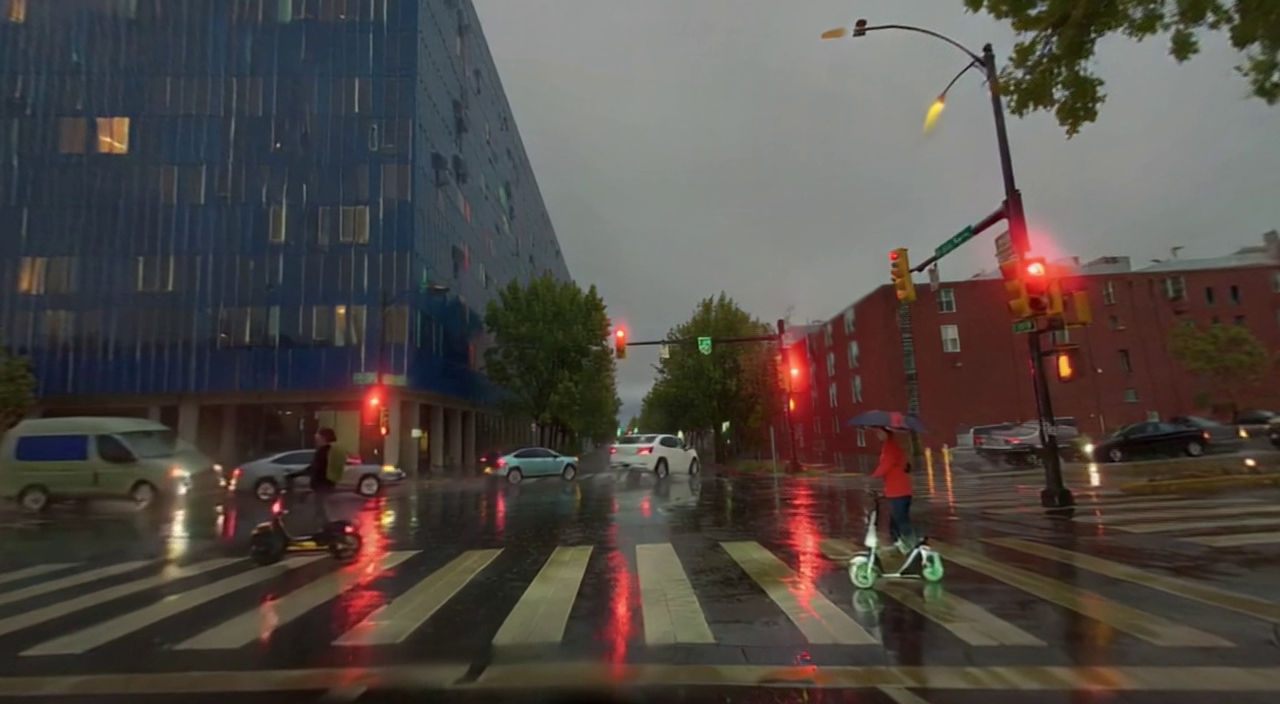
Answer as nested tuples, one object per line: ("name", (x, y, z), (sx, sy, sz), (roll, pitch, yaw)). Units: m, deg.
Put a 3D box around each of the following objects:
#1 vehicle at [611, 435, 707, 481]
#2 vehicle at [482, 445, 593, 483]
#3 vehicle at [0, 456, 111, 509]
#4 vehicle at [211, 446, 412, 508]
("vehicle", (0.909, 4.372, 26.360), (2.122, 1.724, 4.802), (-5, -10, 27))
("vehicle", (-4.296, 4.745, 27.166), (2.075, 1.463, 4.485), (-7, -11, 38))
("vehicle", (-19.397, 3.915, 19.170), (4.730, 1.453, 2.068), (0, -8, -3))
("vehicle", (-8.787, 3.351, 17.416), (4.576, 1.496, 2.042), (2, -9, -18))
